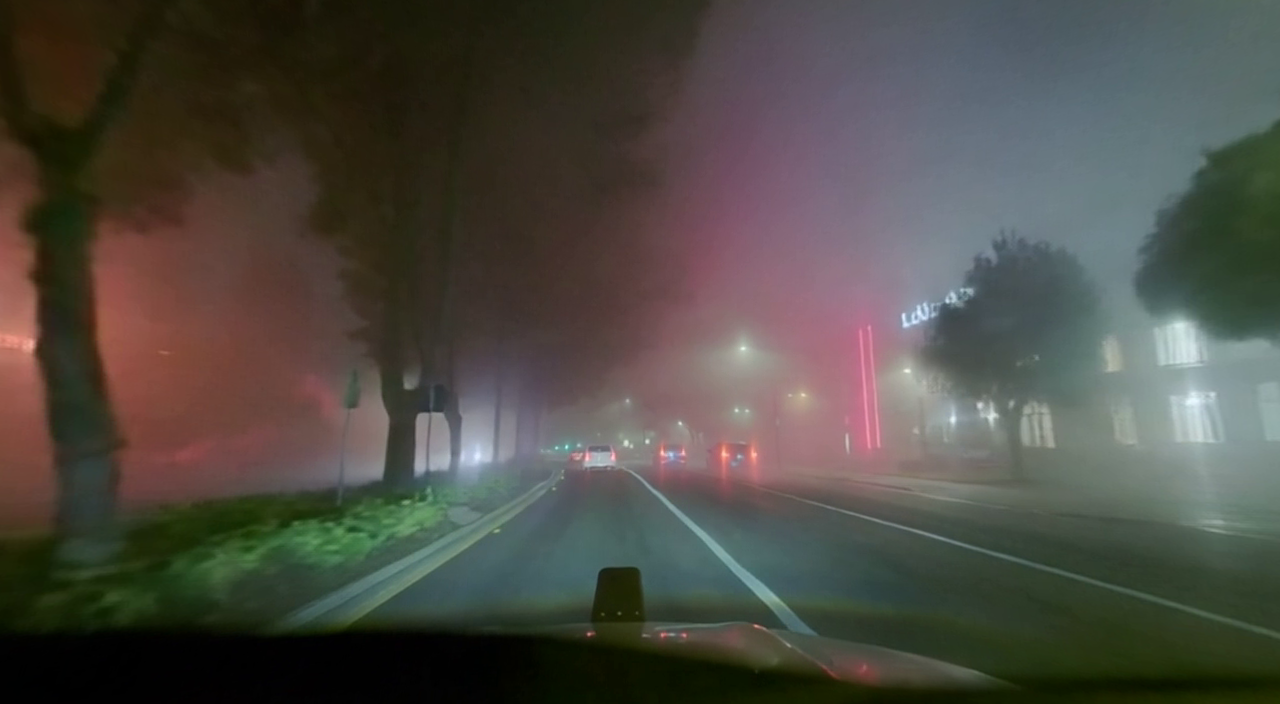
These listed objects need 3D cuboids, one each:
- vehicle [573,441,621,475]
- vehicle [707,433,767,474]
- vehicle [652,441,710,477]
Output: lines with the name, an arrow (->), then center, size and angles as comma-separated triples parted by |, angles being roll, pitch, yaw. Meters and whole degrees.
vehicle -> -2.037, 4.952, 29.679 | 2.101, 1.444, 4.248 | 0, -9, -4
vehicle -> 5.066, 5.434, 33.841 | 2.052, 1.990, 4.736 | 0, -9, -5
vehicle -> 1.759, 4.836, 28.728 | 1.993, 1.477, 4.240 | 0, -9, -5
